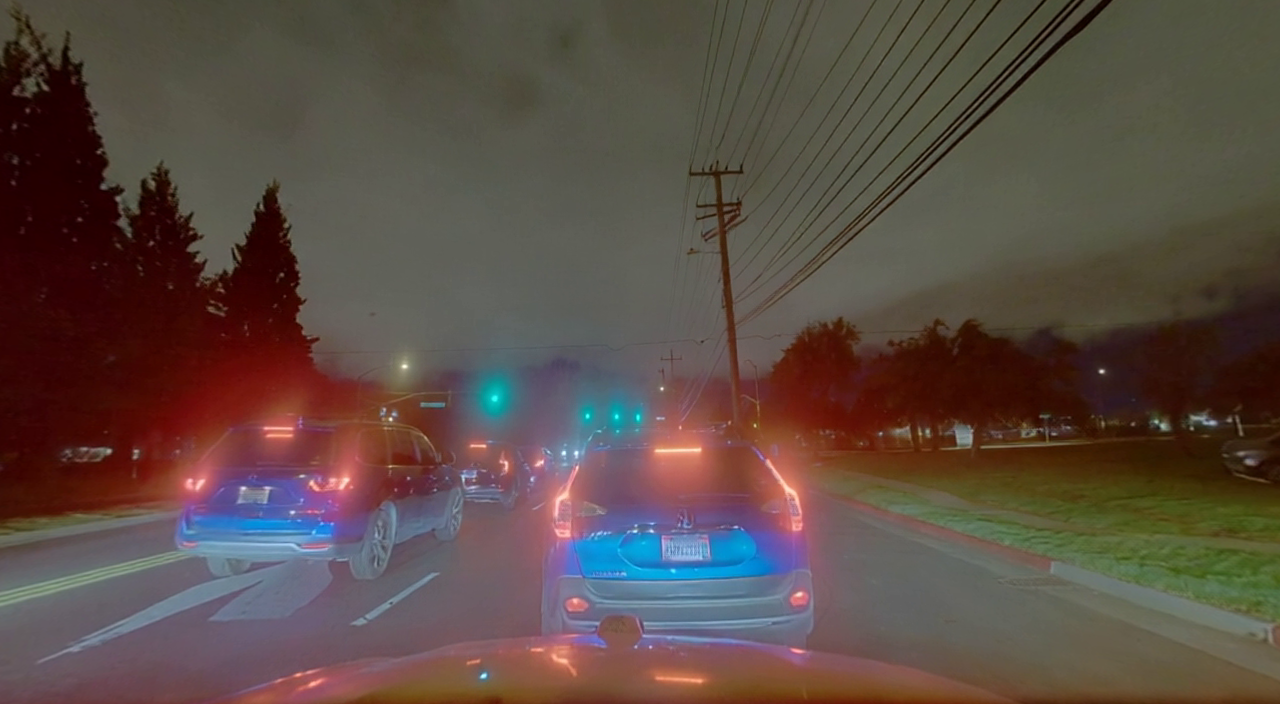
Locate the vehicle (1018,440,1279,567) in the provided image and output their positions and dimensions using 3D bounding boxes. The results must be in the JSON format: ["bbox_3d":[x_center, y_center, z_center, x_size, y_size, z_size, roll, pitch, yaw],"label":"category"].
[{"bbox_3d":[8.380,2.162,9.920,1.993,1.508,4.521,0,-9,-1],"label":"vehicle"}]

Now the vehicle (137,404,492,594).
[{"bbox_3d":[-3.473,1.655,7.962,2.105,1.706,4.337,0,-9,0],"label":"vehicle"}]

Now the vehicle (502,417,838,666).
[{"bbox_3d":[0.118,1.457,5.939,2.056,1.487,4.003,0,-9,-2],"label":"vehicle"}]
